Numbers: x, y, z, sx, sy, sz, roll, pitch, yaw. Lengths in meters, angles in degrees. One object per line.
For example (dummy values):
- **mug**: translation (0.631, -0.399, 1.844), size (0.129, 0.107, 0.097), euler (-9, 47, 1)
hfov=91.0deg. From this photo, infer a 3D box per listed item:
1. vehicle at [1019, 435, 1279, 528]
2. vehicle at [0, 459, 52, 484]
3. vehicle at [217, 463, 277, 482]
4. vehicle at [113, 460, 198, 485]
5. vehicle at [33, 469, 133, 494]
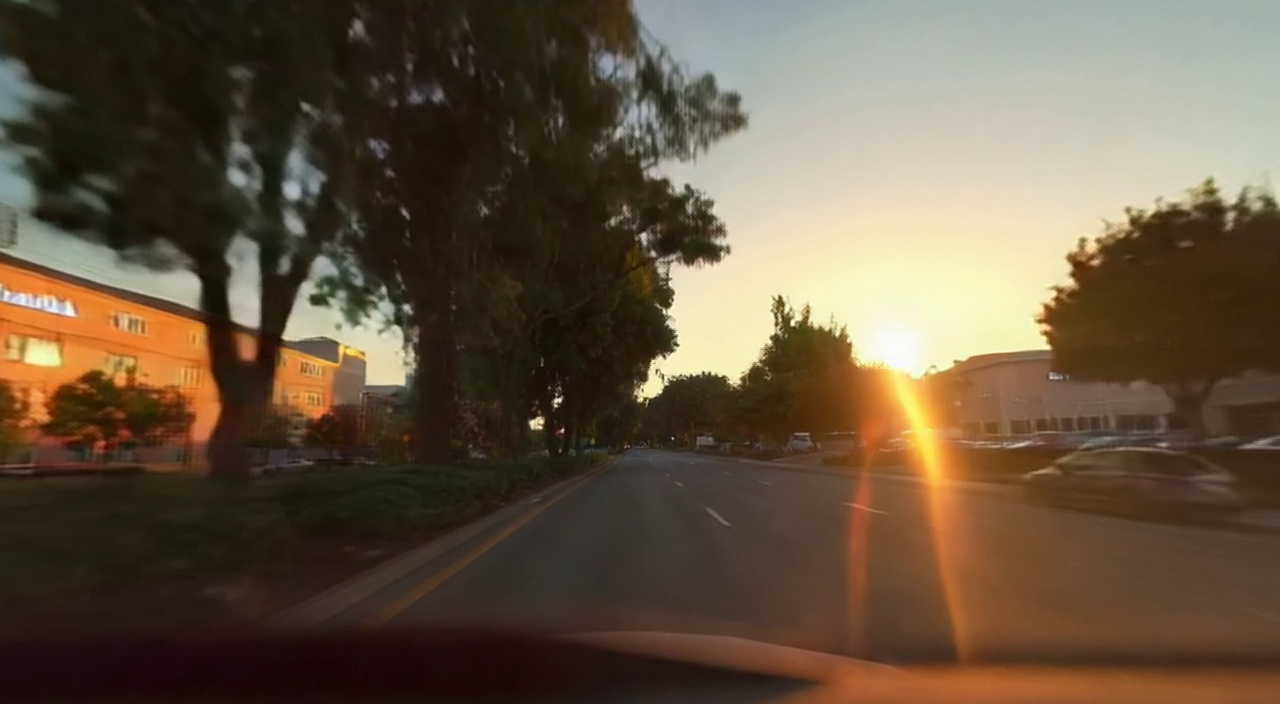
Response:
- **vehicle**: translation (10.202, 2.515, 12.907), size (2.013, 1.551, 4.460), euler (0, -8, -1)
- **vehicle**: translation (-41.974, 7.912, 41.767), size (4.116, 1.533, 1.762), euler (0, -8, 1)
- **vehicle**: translation (-29.412, 9.038, 47.180), size (3.322, 1.358, 1.617), euler (1, -9, -2)
- **vehicle**: translation (-29.800, 7.430, 38.776), size (3.506, 1.452, 2.035), euler (0, -9, 1)
- **vehicle**: translation (-29.251, 6.803, 33.117), size (3.665, 1.181, 1.651), euler (0, -9, 0)
